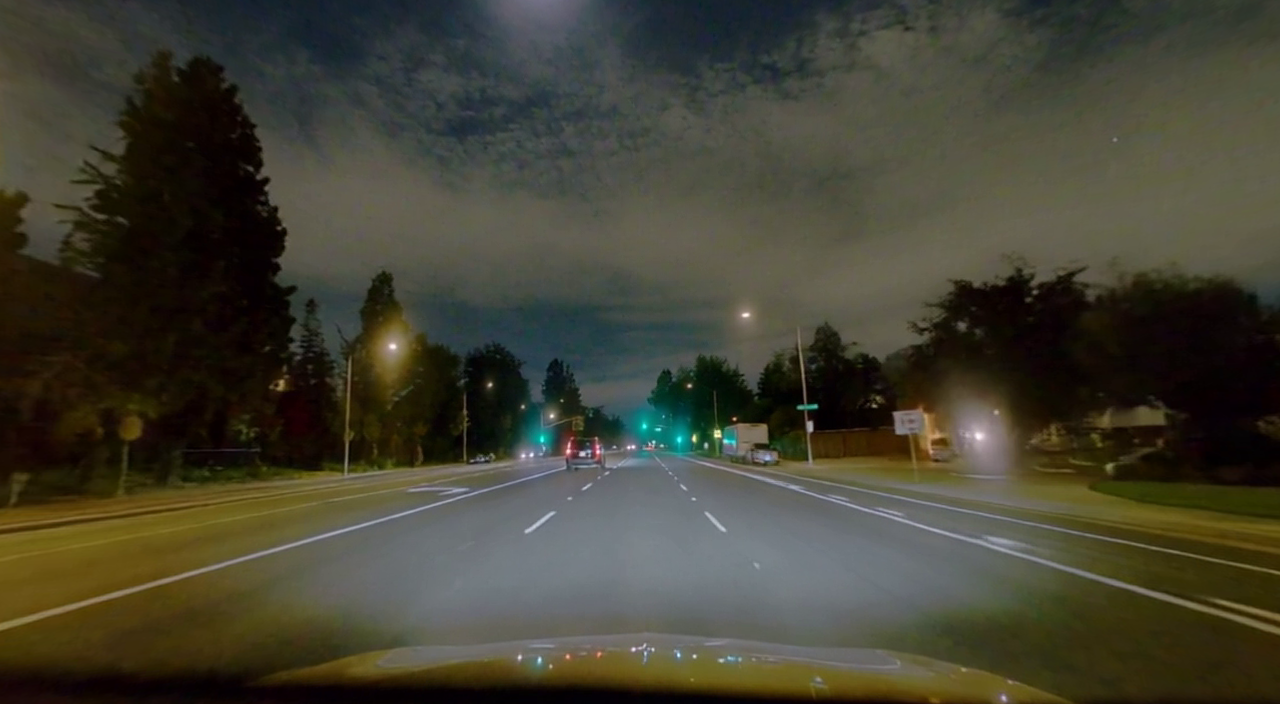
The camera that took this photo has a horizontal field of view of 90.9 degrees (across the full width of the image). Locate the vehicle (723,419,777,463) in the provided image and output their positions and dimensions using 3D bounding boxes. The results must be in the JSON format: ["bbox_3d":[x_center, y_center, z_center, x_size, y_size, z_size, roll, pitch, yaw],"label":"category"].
[{"bbox_3d":[8.299,6.866,48.424,3.101,3.161,6.513,0,-8,1],"label":"vehicle"}]

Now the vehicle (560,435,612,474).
[{"bbox_3d":[-2.682,5.233,32.469,2.179,1.851,4.756,0,-8,1],"label":"vehicle"}]

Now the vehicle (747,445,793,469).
[{"bbox_3d":[8.257,6.724,40.520,1.976,1.445,4.909,0,-8,0],"label":"vehicle"}]

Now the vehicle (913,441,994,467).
[{"bbox_3d":[19.812,6.447,40.034,1.864,1.523,4.176,5,-10,-29],"label":"vehicle"}]
